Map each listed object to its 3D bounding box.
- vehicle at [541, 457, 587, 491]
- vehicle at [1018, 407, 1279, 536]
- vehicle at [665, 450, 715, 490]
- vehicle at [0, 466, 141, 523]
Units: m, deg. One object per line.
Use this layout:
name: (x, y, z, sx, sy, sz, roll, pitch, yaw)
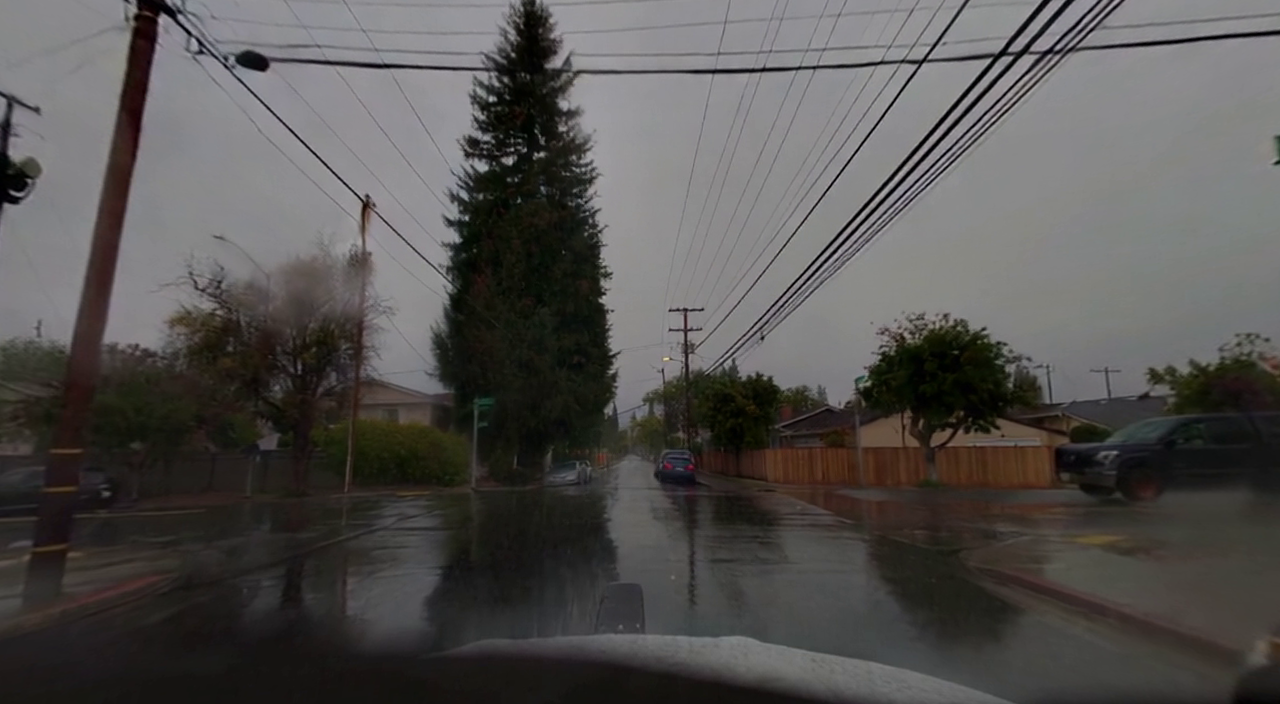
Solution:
vehicle: (-4.338, 7.080, 36.919, 2.189, 1.771, 4.571, 0, -9, -1)
vehicle: (9.656, 2.002, 10.903, 4.677, 1.949, 2.334, -1, -9, 3)
vehicle: (2.561, 6.153, 33.371, 2.051, 1.874, 4.459, 0, -9, -3)
vehicle: (-19.210, 4.639, 20.704, 3.977, 1.665, 1.976, 0, -9, 0)
